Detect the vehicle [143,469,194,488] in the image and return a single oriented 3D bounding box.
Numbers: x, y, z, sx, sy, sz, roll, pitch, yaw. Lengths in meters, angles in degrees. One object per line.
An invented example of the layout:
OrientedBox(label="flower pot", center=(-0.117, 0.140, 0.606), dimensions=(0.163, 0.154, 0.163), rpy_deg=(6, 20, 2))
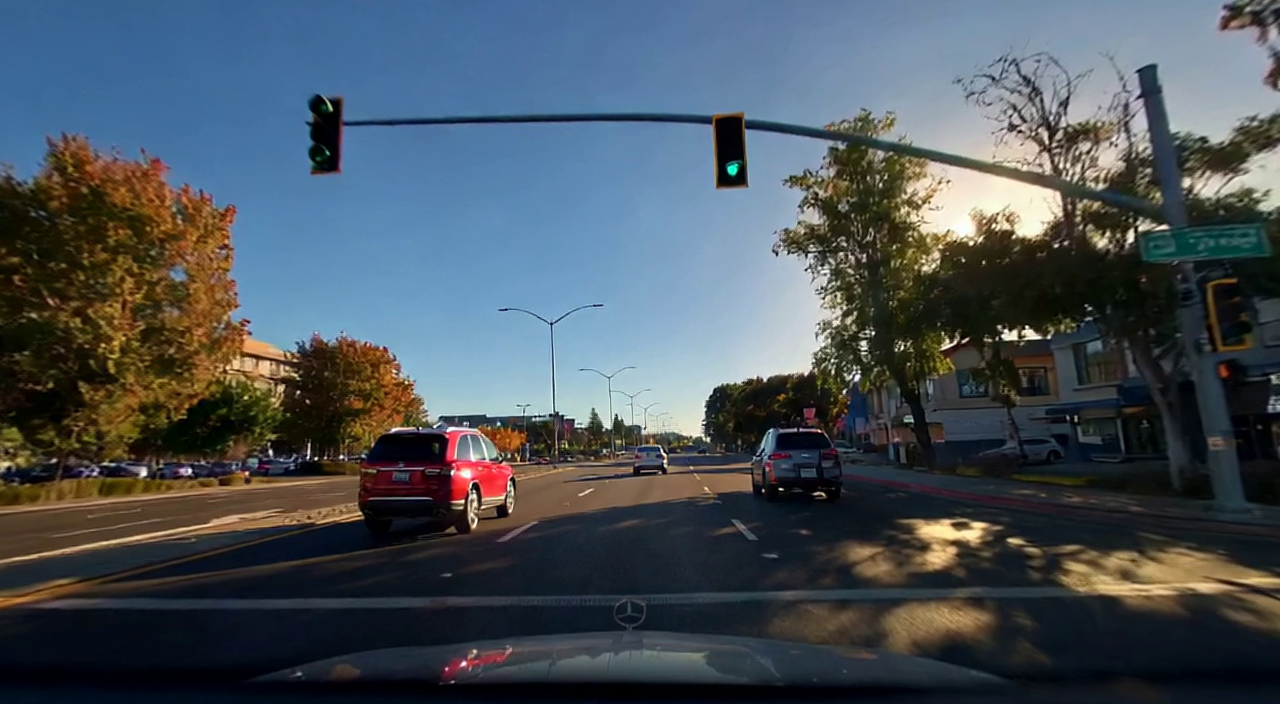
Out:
OrientedBox(label="vehicle", center=(-37.409, 9.997, 49.930), dimensions=(3.811, 1.272, 1.760), rpy_deg=(-5, -10, 30))

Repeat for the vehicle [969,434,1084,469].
OrientedBox(label="vehicle", center=(18.895, 4.876, 31.041), dimensions=(4.601, 1.603, 1.852), rpy_deg=(-5, -10, 29))

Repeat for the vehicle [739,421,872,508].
OrientedBox(label="vehicle", center=(3.767, 2.656, 15.271), dimensions=(2.083, 1.779, 4.347), rpy_deg=(0, -8, 1))

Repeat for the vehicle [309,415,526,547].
OrientedBox(label="vehicle", center=(-3.517, 2.124, 11.064), dimensions=(2.047, 1.810, 4.414), rpy_deg=(0, -8, 2))

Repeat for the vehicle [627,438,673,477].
OrientedBox(label="vehicle", center=(0.546, 5.049, 30.376), dimensions=(2.067, 1.702, 3.987), rpy_deg=(0, -8, 3))
